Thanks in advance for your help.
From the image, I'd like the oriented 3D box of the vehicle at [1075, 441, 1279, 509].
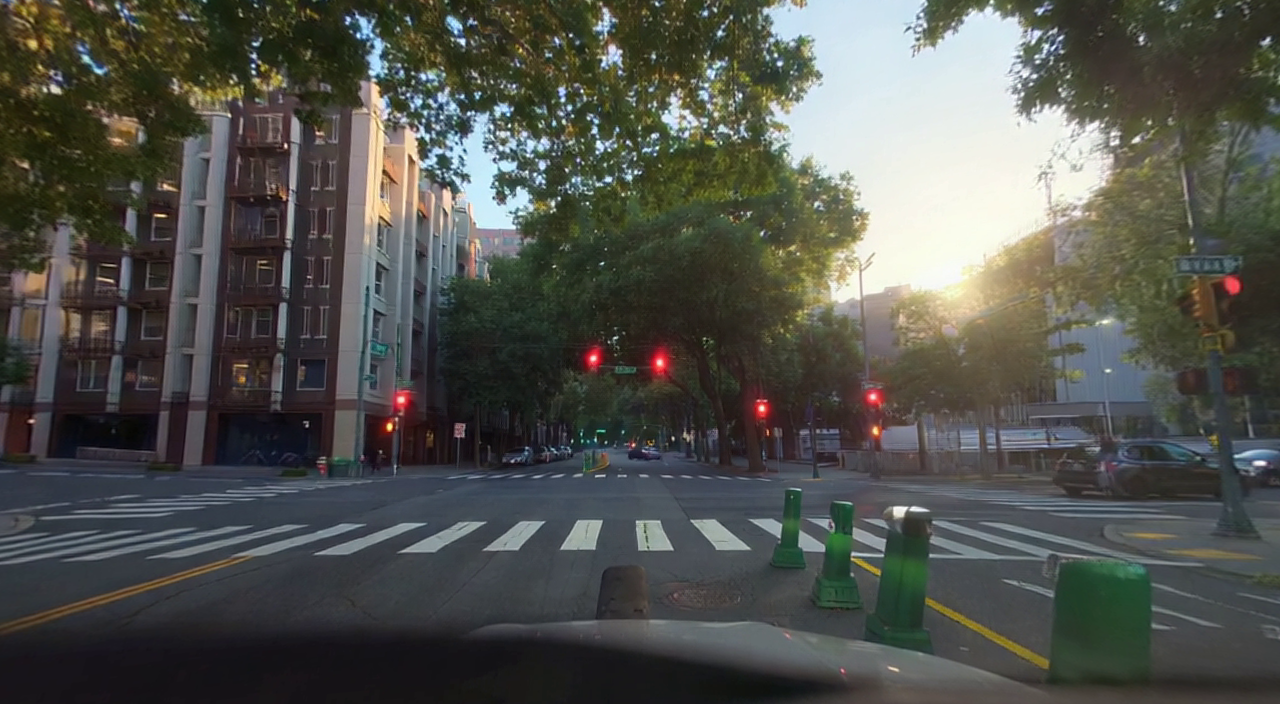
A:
[{"bbox_3d":[13.010,2.799,14.571,4.424,1.436,1.804,0,-8,5],"label":"vehicle"}]
